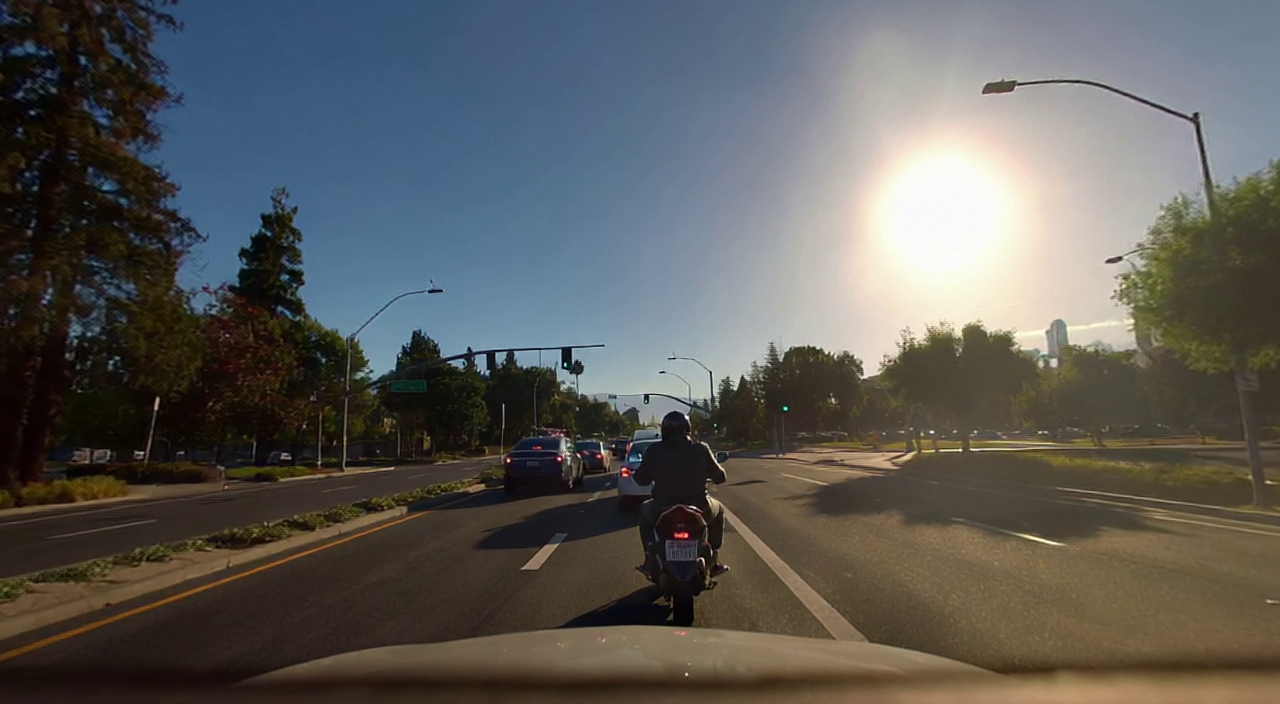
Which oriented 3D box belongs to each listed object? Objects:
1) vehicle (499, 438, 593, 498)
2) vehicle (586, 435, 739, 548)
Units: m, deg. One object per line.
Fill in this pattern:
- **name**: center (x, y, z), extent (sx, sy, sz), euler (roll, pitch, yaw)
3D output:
- **vehicle**: center (-2.554, 3.243, 18.062), extent (1.979, 1.499, 3.840), euler (-1, -8, 2)
- **vehicle**: center (0.324, 2.166, 10.636), extent (2.009, 1.450, 4.608), euler (-1, -8, 1)
